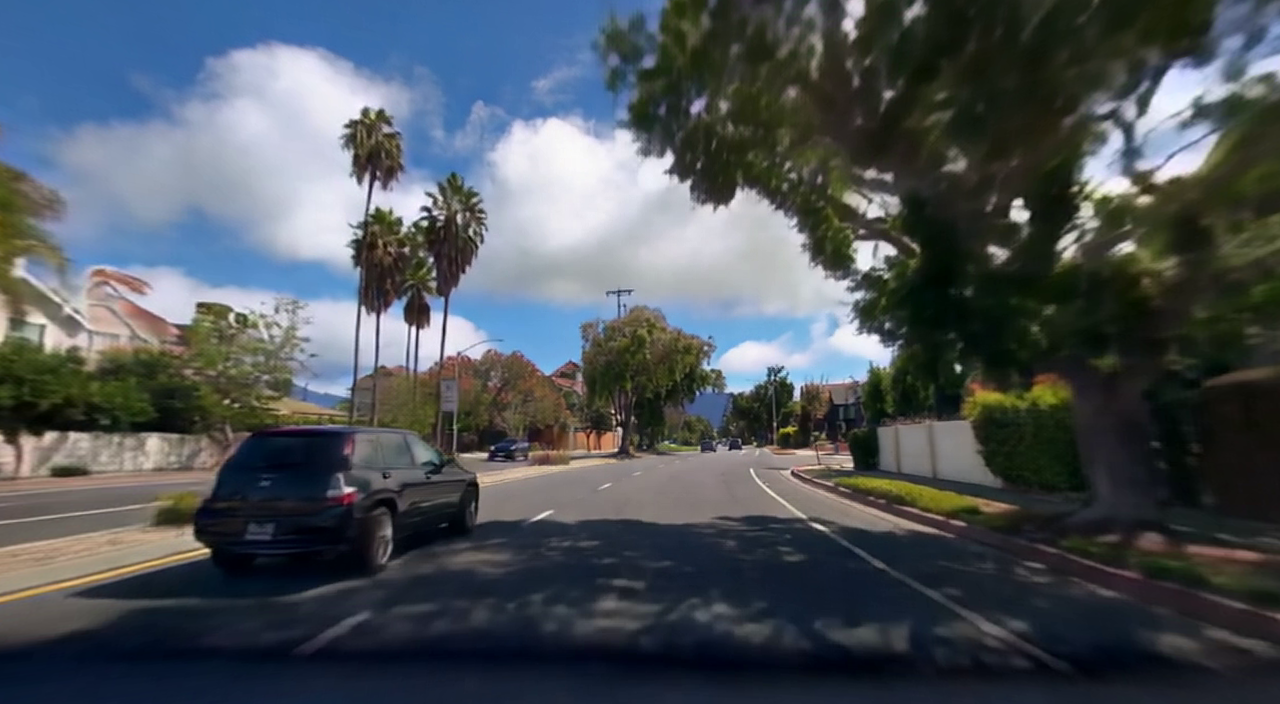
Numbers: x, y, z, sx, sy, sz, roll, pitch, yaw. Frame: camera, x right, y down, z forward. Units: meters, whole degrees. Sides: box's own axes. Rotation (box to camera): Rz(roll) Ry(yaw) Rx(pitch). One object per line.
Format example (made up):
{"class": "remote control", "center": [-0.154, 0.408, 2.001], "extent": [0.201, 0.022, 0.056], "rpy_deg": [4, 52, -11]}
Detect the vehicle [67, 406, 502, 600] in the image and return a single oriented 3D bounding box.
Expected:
{"class": "vehicle", "center": [-3.357, 1.535, 7.391], "extent": [2.075, 1.498, 4.730], "rpy_deg": [-1, -8, 5]}

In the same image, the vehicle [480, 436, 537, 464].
{"class": "vehicle", "center": [-8.336, 6.278, 40.397], "extent": [2.070, 1.644, 4.458], "rpy_deg": [-2, -8, 10]}
